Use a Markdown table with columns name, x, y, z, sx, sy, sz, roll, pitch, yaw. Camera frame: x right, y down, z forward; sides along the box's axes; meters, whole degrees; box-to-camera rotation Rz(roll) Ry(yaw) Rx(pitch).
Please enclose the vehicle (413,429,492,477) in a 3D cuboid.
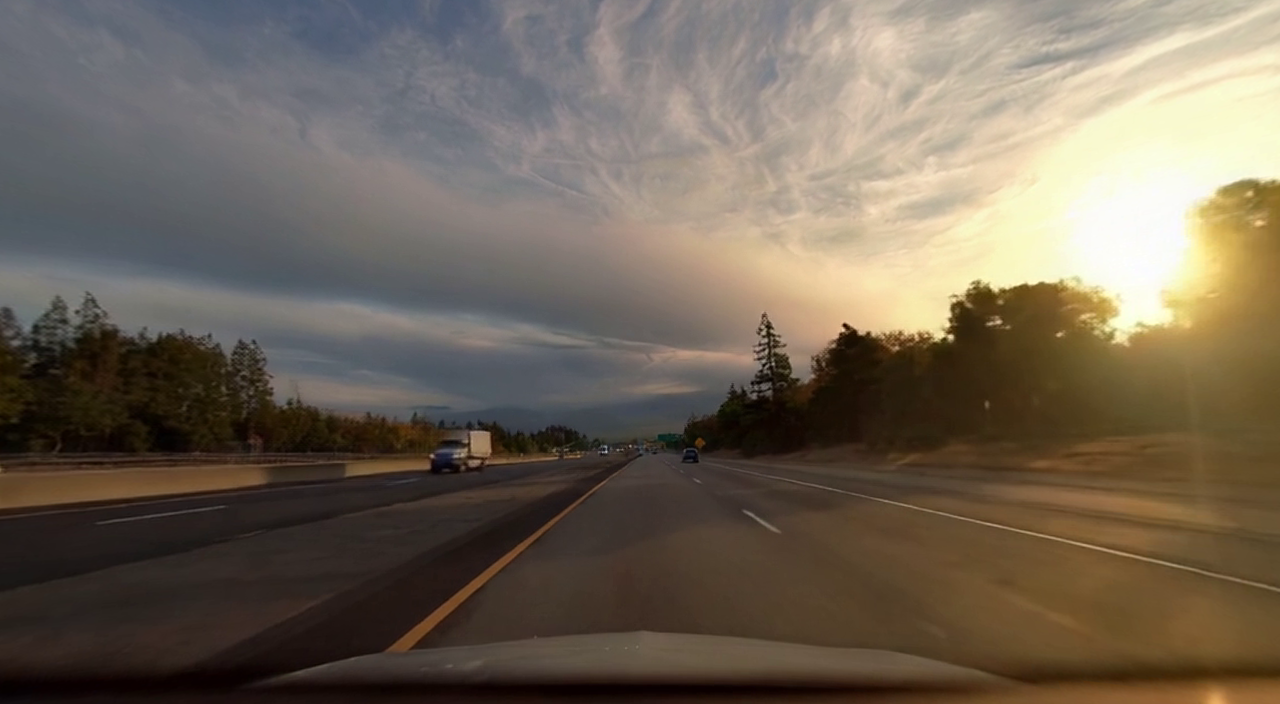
| name | x | y | z | sx | sy | sz | roll | pitch | yaw |
| --- | --- | --- | --- | --- | --- | --- | --- | --- | --- |
| vehicle | -12.365 | 6.753 | 42.279 | 2.901 | 2.963 | 6.971 | 0 | -9 | 2 |
